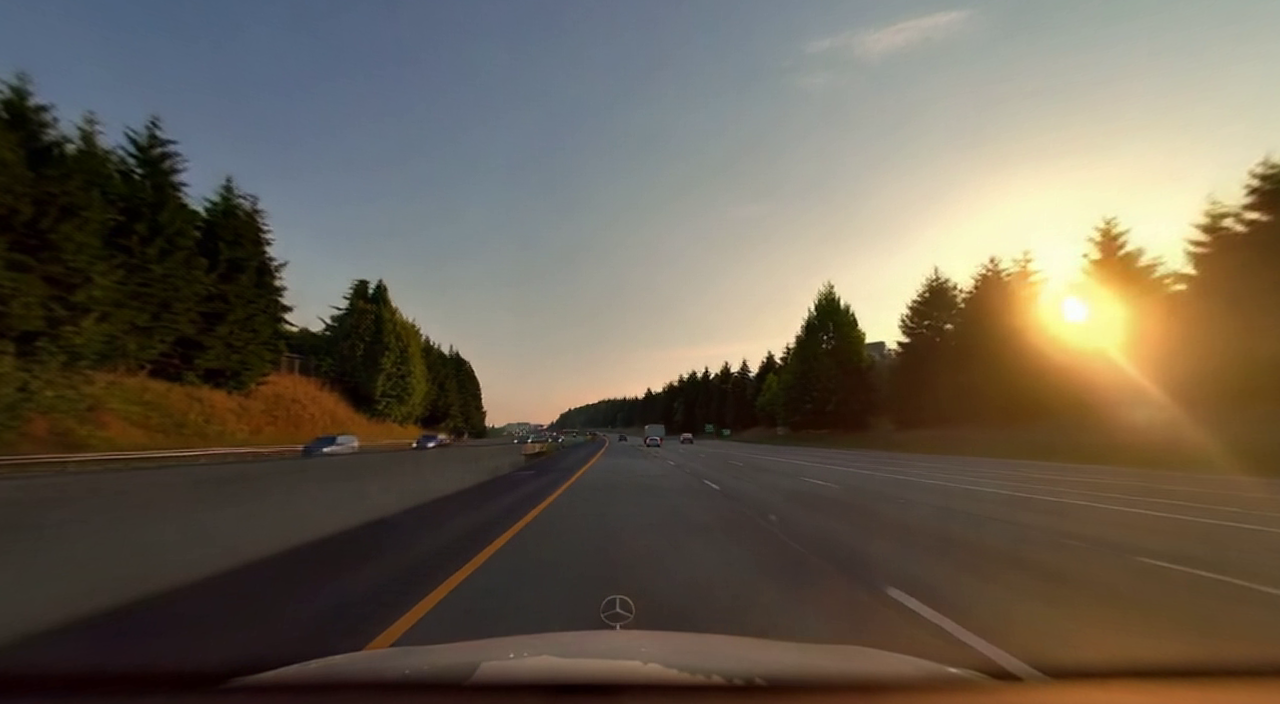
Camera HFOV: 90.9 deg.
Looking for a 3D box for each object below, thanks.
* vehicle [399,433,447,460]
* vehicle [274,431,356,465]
[{"bbox_3d":[-13.288,5.800,38.805,1.781,1.557,3.545,0,-8,-1],"label":"vehicle"},{"bbox_3d":[-16.765,4.961,32.780,1.982,1.617,4.393,0,-8,-1],"label":"vehicle"}]
